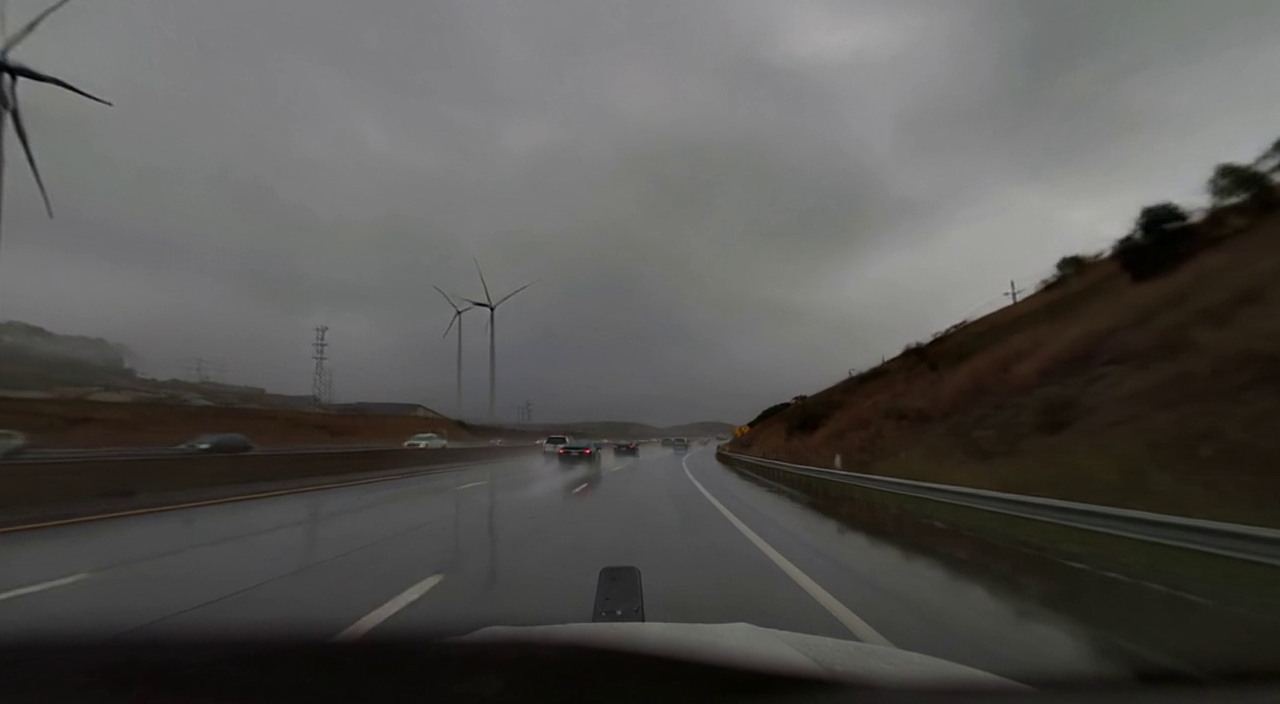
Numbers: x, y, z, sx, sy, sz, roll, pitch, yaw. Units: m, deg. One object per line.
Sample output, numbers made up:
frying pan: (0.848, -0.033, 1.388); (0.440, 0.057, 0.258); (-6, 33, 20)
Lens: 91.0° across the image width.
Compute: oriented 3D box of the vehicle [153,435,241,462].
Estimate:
vehicle: (-27.671, 6.053, 39.566); (1.944, 1.557, 4.708); (0, -9, 3)

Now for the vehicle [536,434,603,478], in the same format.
vehicle: (-2.881, 4.377, 26.747); (2.118, 1.702, 4.355); (0, -9, 3)
